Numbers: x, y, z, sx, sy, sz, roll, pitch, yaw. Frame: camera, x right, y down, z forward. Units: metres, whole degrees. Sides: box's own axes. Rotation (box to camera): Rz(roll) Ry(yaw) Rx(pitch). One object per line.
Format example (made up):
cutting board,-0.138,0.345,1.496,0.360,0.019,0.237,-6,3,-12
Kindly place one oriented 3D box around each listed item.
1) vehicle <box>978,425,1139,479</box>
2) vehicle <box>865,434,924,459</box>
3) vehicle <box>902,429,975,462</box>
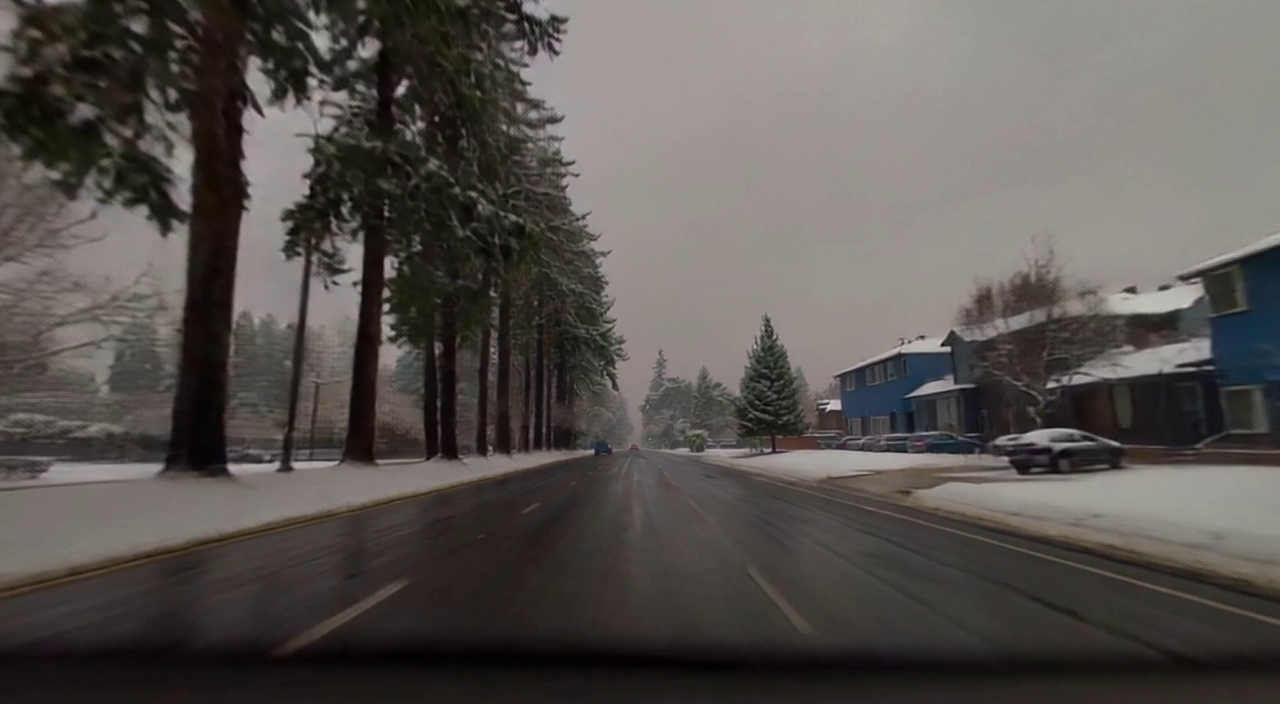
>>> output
vehicle,12.604,2.997,18.945,4.630,1.461,1.817,4,-9,-26
vehicle,16.394,6.161,40.882,1.968,1.511,4.497,0,-9,0
vehicle,16.342,5.144,34.769,2.046,1.714,4.199,0,-8,1
